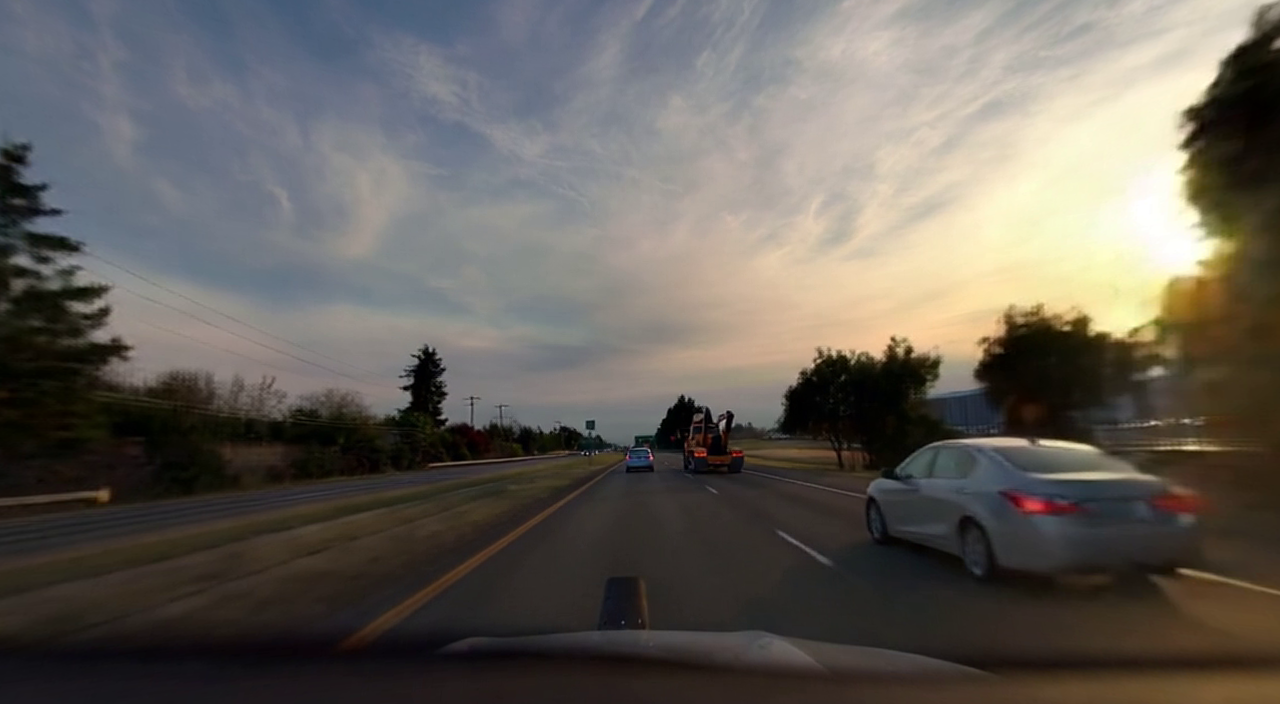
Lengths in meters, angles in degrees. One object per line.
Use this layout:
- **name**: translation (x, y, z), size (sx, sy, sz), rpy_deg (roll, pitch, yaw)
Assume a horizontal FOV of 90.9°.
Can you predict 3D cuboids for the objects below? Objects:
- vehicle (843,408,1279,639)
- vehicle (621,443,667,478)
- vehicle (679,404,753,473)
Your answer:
- **vehicle**: translation (3.771, 1.452, 6.234), size (2.168, 1.529, 3.883), rpy_deg (0, -9, 0)
- **vehicle**: translation (0.153, 5.138, 30.040), size (2.045, 1.527, 4.023), rpy_deg (0, -9, -1)
- **vehicle**: translation (4.159, 5.107, 36.703), size (3.089, 3.568, 8.101), rpy_deg (0, -9, -1)
